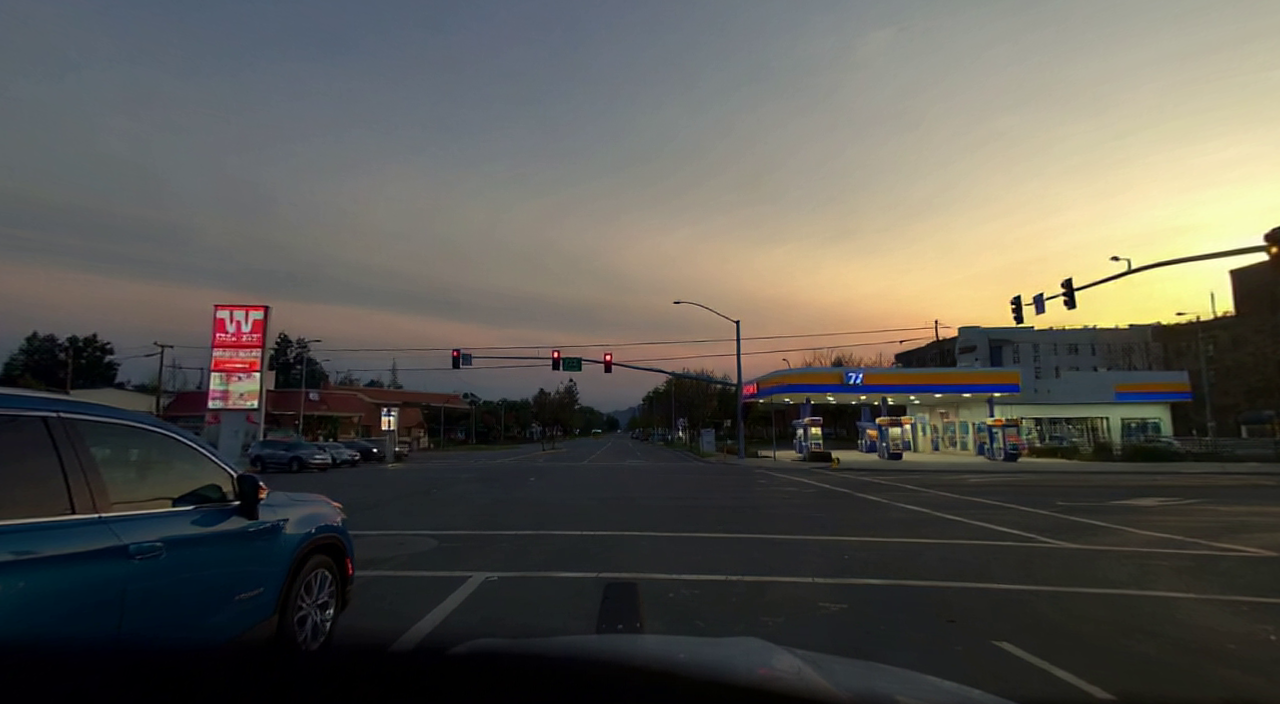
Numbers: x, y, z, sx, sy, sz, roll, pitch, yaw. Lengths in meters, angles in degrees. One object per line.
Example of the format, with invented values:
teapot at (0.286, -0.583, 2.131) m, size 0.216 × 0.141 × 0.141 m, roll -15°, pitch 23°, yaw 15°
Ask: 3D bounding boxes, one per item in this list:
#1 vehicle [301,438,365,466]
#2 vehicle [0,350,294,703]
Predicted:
vehicle at (-20.449, 6.684, 42.159) m, size 2.004 × 1.699 × 4.486 m, roll 0°, pitch -9°, yaw 1°
vehicle at (-3.418, 0.802, 2.043) m, size 2.053 × 1.690 × 4.364 m, roll 0°, pitch -9°, yaw 0°
